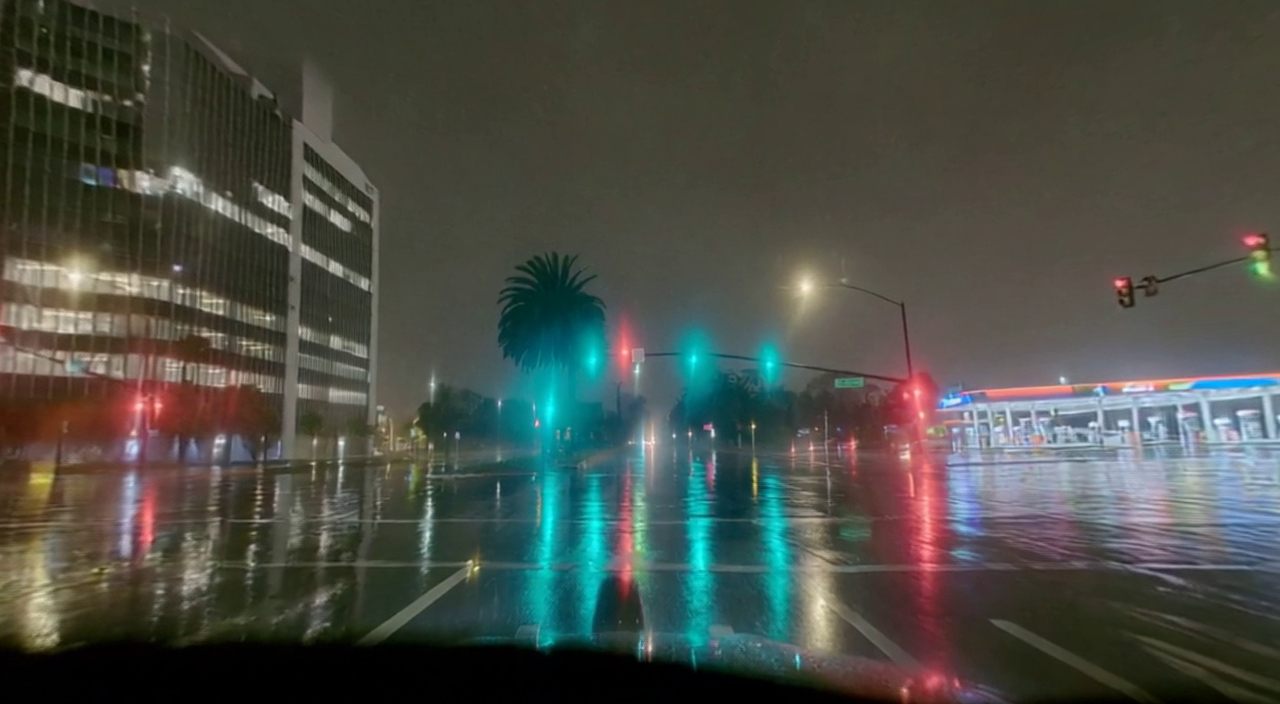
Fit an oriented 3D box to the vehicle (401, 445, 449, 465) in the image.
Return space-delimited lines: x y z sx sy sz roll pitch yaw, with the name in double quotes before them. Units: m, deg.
"vehicle" -16.377 7.867 48.137 2.033 1.467 4.504 0 -8 0
